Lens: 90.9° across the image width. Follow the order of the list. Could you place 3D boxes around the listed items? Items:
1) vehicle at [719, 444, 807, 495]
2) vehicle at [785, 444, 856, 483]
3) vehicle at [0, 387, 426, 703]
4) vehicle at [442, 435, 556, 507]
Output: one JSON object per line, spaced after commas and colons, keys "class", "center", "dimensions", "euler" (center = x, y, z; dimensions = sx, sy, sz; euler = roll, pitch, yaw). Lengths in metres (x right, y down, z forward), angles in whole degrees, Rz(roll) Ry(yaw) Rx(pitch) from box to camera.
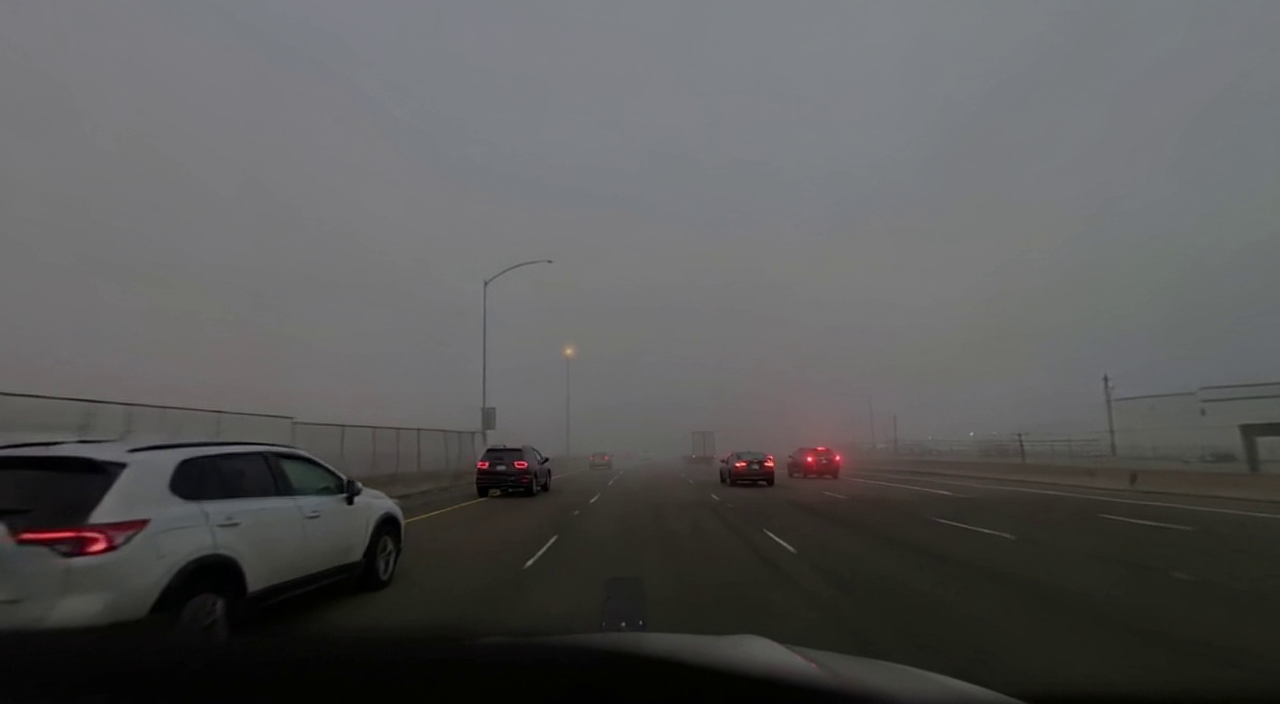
{"class": "vehicle", "center": [3.889, 3.776, 20.747], "dimensions": [1.942, 1.453, 4.329], "euler": [0, -8, -1]}
{"class": "vehicle", "center": [7.600, 4.727, 27.008], "dimensions": [1.860, 1.520, 3.961], "euler": [0, -8, 0]}
{"class": "vehicle", "center": [-3.432, 1.208, 4.358], "dimensions": [2.067, 1.555, 4.851], "euler": [-1, -8, 2]}
{"class": "vehicle", "center": [-3.595, 3.099, 16.928], "dimensions": [2.036, 1.669, 4.112], "euler": [0, -8, 1]}
